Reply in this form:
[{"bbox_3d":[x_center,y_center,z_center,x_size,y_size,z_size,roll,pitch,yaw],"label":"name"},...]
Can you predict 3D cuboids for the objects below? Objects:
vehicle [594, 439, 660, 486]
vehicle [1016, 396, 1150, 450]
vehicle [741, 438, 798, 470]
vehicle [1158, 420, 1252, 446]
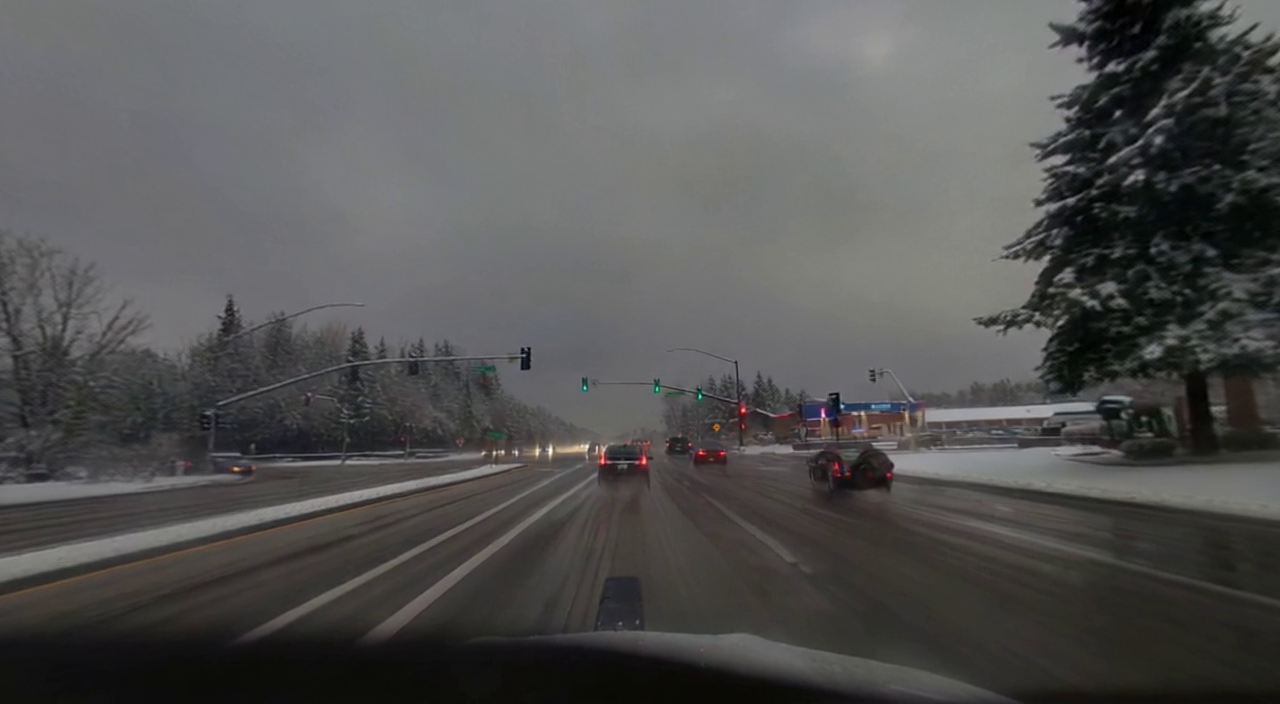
[{"bbox_3d":[-0.399,3.715,21.540,2.040,1.451,3.736,0,-8,0],"label":"vehicle"},{"bbox_3d":[29.059,4.855,42.043,2.940,3.265,7.968,0,-9,-1],"label":"vehicle"},{"bbox_3d":[6.388,5.097,31.685,1.890,1.489,4.396,0,-8,-1],"label":"vehicle"},{"bbox_3d":[37.653,5.471,42.243,1.879,1.650,4.496,1,-9,-5],"label":"vehicle"}]
